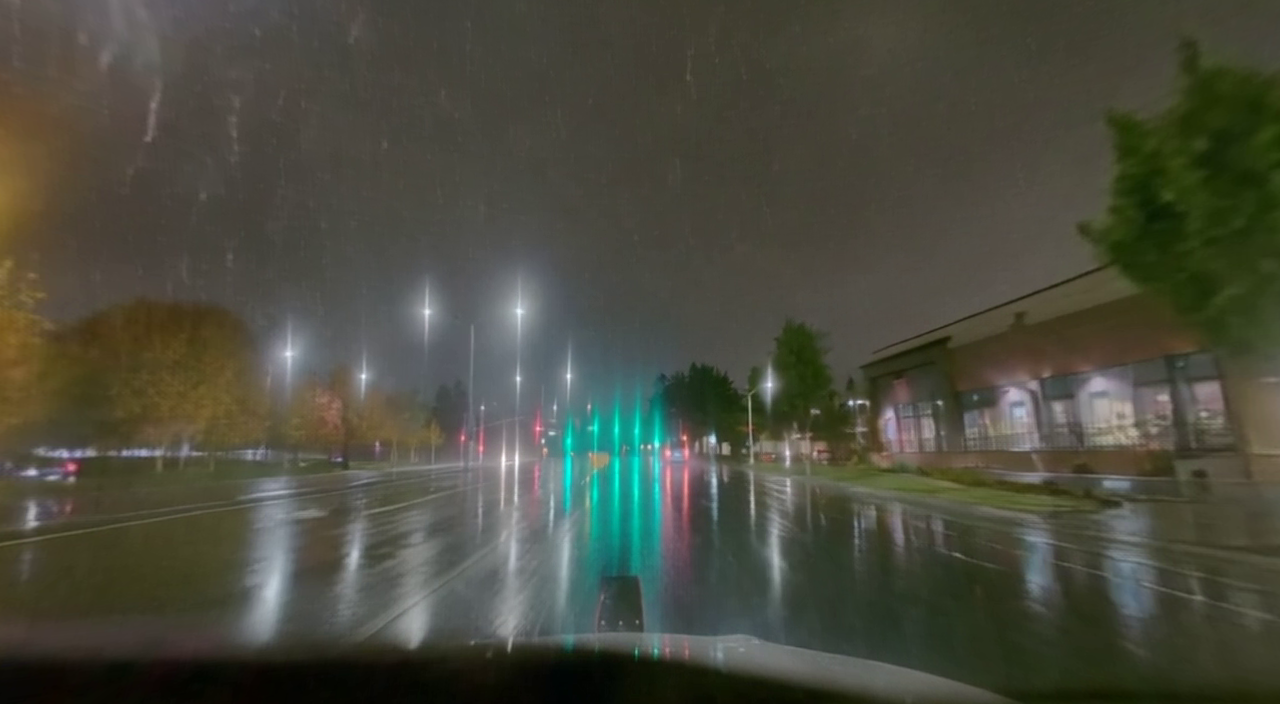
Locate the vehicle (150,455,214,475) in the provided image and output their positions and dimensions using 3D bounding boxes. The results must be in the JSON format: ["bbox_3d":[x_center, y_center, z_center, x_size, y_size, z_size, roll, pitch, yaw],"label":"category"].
[{"bbox_3d":[-32.824,8.110,45.113,3.282,1.336,1.542,0,-9,-5],"label":"vehicle"}]

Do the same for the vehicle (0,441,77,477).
[{"bbox_3d":[-33.134,5.800,33.998,3.825,1.489,1.778,-6,-7,-2],"label":"vehicle"}]
